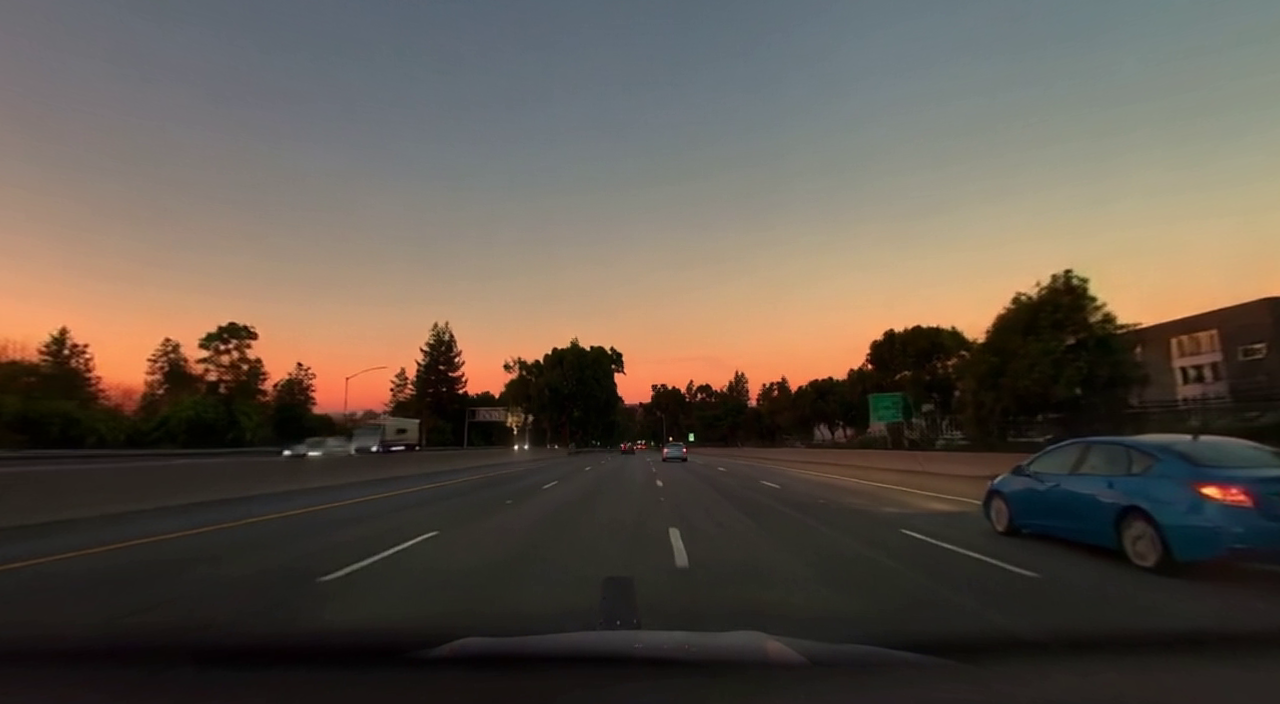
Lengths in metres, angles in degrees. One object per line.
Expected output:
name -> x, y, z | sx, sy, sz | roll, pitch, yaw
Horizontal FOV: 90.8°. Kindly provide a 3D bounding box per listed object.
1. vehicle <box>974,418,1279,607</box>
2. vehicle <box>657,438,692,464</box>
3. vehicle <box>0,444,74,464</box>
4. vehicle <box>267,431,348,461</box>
vehicle -> 6.219, 1.651, 7.457 | 2.029, 1.528, 4.644 | 0, -9, 0
vehicle -> 2.380, 6.909, 44.214 | 2.127, 1.692, 4.382 | 0, -9, -1
vehicle -> -46.898, 7.820, 48.632 | 1.897, 1.465, 4.751 | -1, -9, 5
vehicle -> -18.445, 5.251, 35.326 | 1.969, 1.537, 4.574 | 0, -9, 1
